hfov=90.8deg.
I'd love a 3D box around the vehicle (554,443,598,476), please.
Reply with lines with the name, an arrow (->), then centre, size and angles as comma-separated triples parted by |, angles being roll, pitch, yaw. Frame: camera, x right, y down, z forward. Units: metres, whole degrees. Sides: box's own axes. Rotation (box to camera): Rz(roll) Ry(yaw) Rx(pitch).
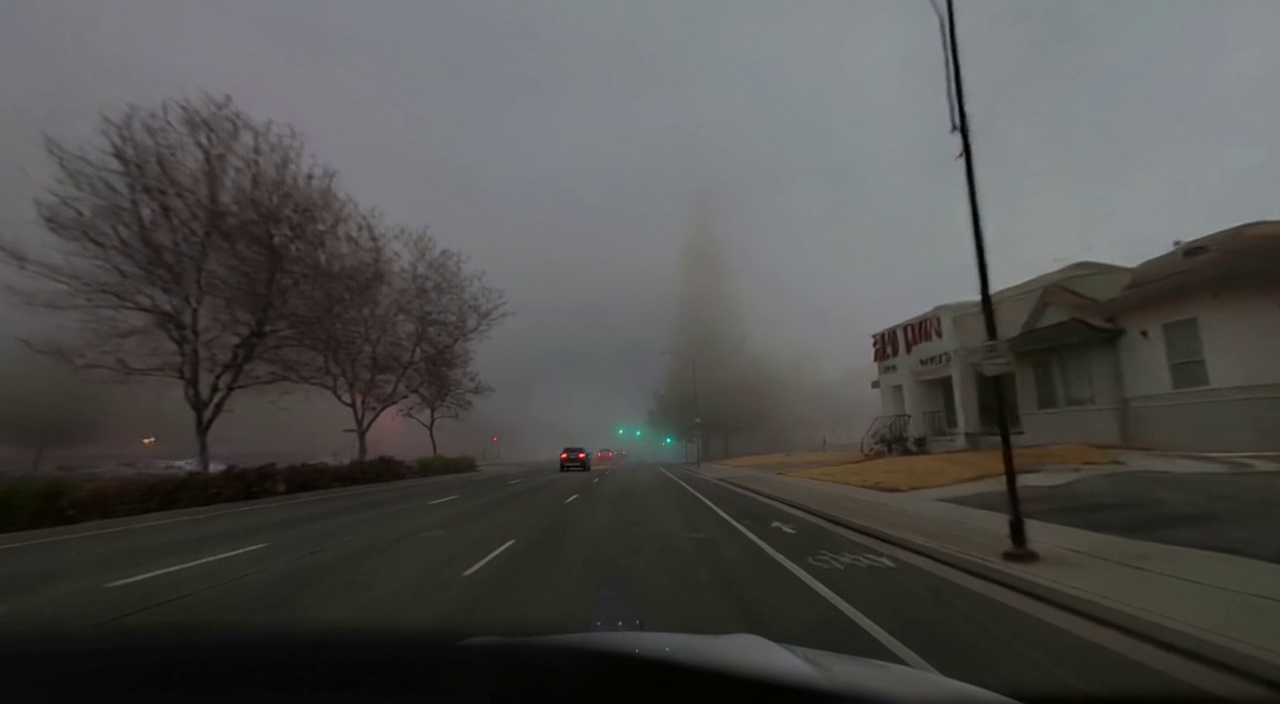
vehicle -> -3.487, 5.963, 35.326 | 1.959, 1.741, 4.141 | 0, -8, 1

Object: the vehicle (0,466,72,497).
vehicle -> -37.265, 7.876, 38.222 | 3.934, 1.544, 1.826 | -4, -9, -4

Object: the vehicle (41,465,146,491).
vehicle -> -37.448, 8.602, 43.369 | 5.138, 1.622, 2.121 | 0, -9, -2
